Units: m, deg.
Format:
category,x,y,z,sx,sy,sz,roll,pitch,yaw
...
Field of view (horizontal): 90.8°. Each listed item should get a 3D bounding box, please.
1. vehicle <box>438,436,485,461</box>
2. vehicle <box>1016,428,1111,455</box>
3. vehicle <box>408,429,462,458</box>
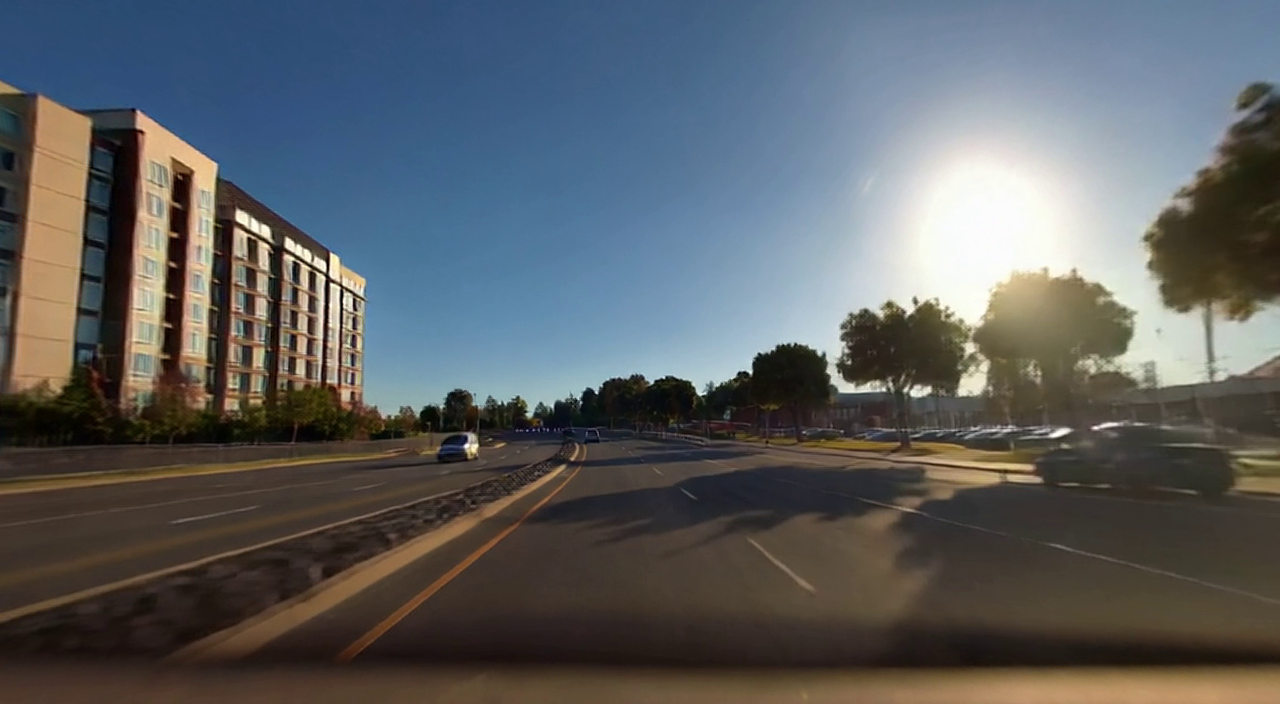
category,x,y,z,sx,sy,sz,roll,pitch,yaw
vehicle,-11.400,6.172,40.581,1.963,1.518,4.278,0,-8,-2
vehicle,26.180,5.563,39.178,4.442,1.557,1.924,0,-8,0
vehicle,-15.278,6.894,47.506,2.289,1.954,5.918,0,-8,-2
